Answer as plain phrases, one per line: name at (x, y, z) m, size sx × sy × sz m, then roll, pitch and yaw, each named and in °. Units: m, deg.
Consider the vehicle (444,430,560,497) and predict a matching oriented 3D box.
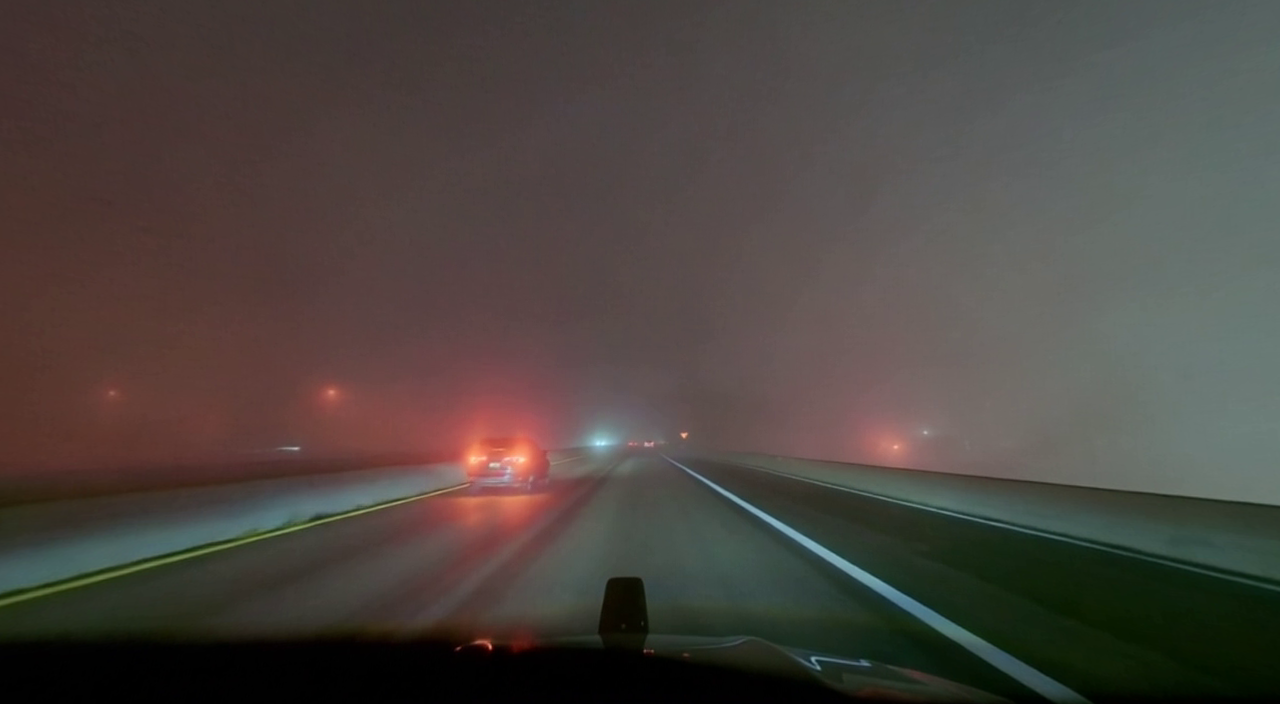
vehicle at (-3.487, 2.896, 16.782) m, size 2.051 × 1.531 × 4.250 m, roll 0°, pitch -8°, yaw 1°
